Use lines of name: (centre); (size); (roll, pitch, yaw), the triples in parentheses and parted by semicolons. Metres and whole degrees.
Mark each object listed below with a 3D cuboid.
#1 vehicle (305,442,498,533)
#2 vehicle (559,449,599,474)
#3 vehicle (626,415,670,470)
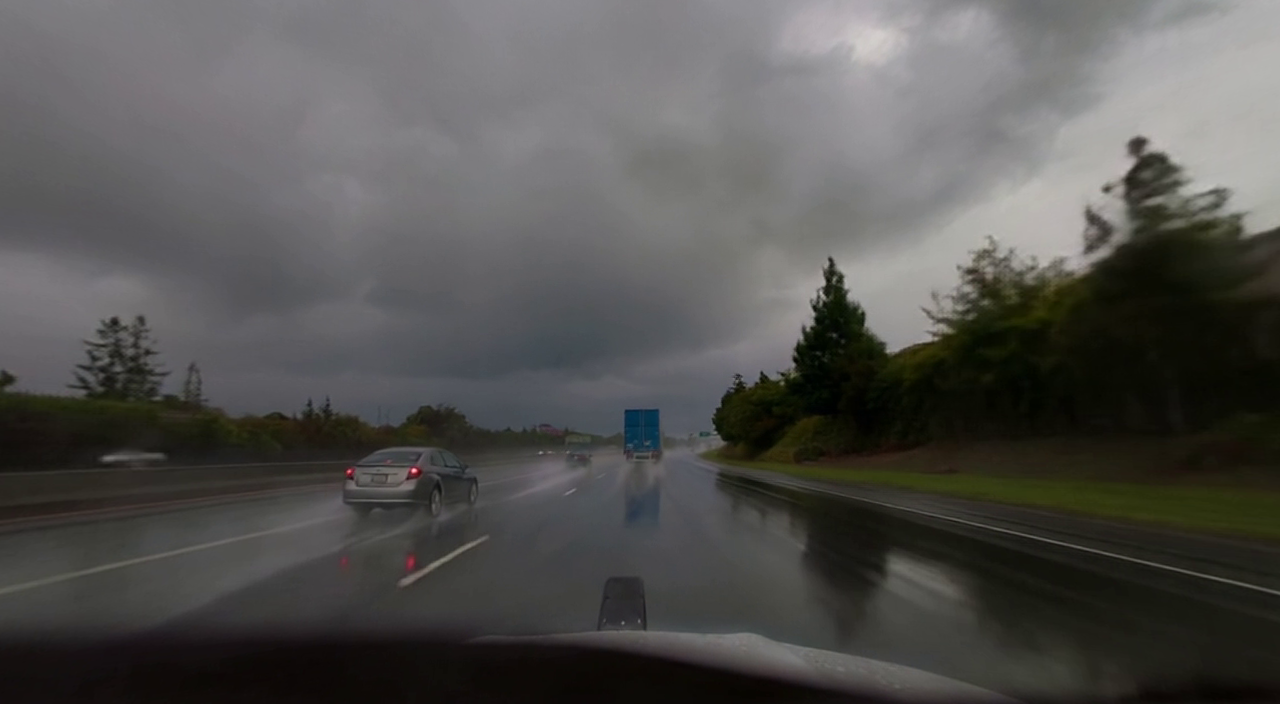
vehicle: (-4.378, 2.546, 12.457); (2.010, 1.461, 4.391); (0, -9, 1)
vehicle: (-3.755, 6.838, 39.551); (1.981, 1.435, 4.199); (0, -9, 1)
vehicle: (0.498, 6.662, 46.081); (2.893, 3.628, 9.081); (0, -9, 0)
